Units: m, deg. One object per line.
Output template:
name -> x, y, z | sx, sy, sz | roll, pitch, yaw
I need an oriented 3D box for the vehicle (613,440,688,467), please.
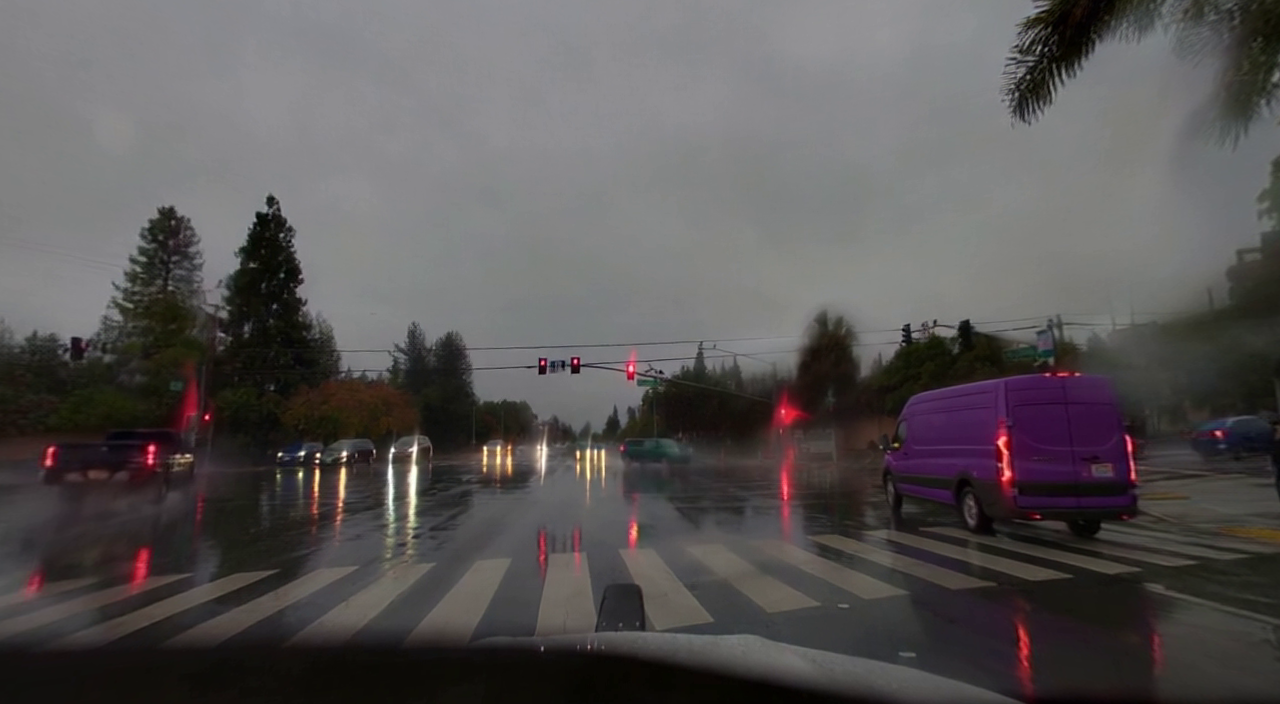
vehicle -> 0.545, 5.737, 35.706 | 3.909, 1.409, 1.907 | -7, -11, 40

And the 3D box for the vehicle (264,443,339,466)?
vehicle -> -21.857, 6.641, 40.976 | 1.859, 1.415, 4.591 | -1, -9, 8

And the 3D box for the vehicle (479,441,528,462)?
vehicle -> -10.173, 7.468, 47.391 | 2.097, 1.484, 4.596 | -1, -9, 8

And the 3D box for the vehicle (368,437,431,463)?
vehicle -> -17.404, 7.150, 45.999 | 2.189, 1.753, 4.785 | -1, -9, 8

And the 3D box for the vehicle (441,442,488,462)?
vehicle -> -13.209, 7.587, 47.857 | 1.845, 1.426, 4.289 | -1, -9, 8

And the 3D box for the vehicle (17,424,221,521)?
vehicle -> -10.659, 2.450, 13.428 | 2.115, 1.653, 4.553 | 4, -9, -24

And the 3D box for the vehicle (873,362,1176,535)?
vehicle -> 6.565, 1.794, 11.903 | 2.332, 2.511, 5.326 | 0, -9, 1
